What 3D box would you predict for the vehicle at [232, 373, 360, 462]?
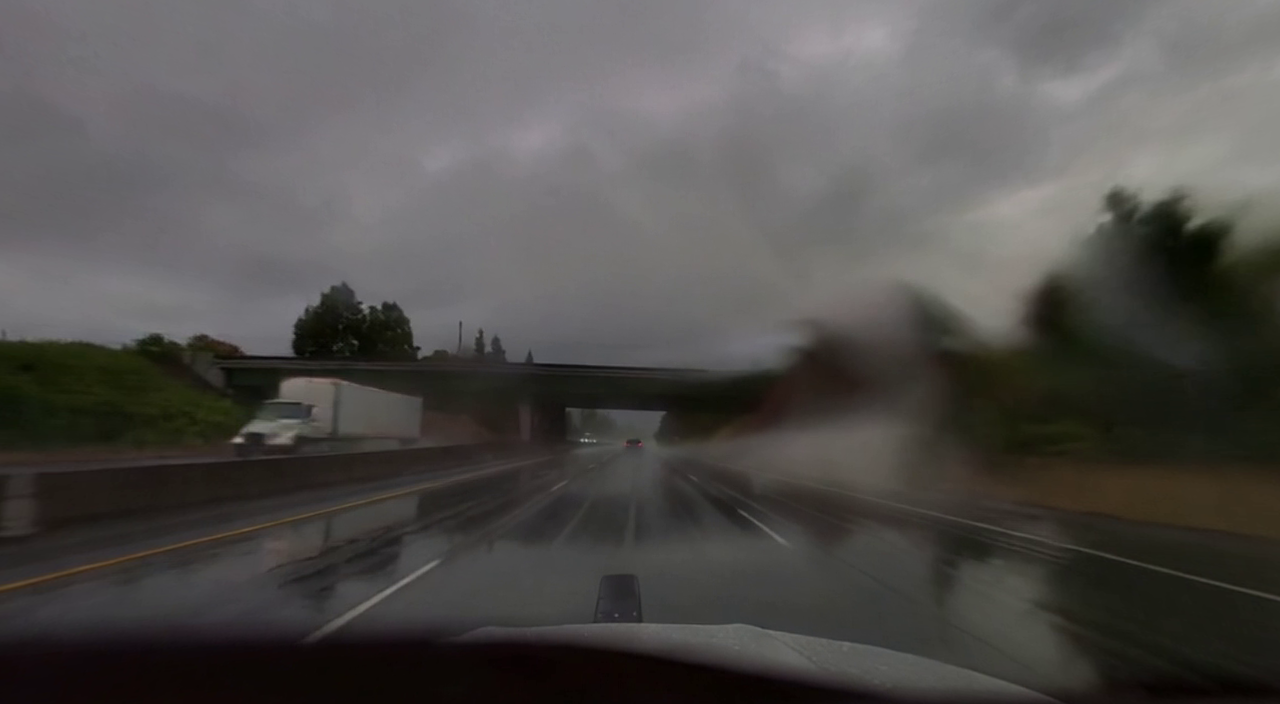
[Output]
[{"bbox_3d":[-16.955,3.381,31.635,3.020,4.024,5.914,0,-8,-1],"label":"vehicle"}]
